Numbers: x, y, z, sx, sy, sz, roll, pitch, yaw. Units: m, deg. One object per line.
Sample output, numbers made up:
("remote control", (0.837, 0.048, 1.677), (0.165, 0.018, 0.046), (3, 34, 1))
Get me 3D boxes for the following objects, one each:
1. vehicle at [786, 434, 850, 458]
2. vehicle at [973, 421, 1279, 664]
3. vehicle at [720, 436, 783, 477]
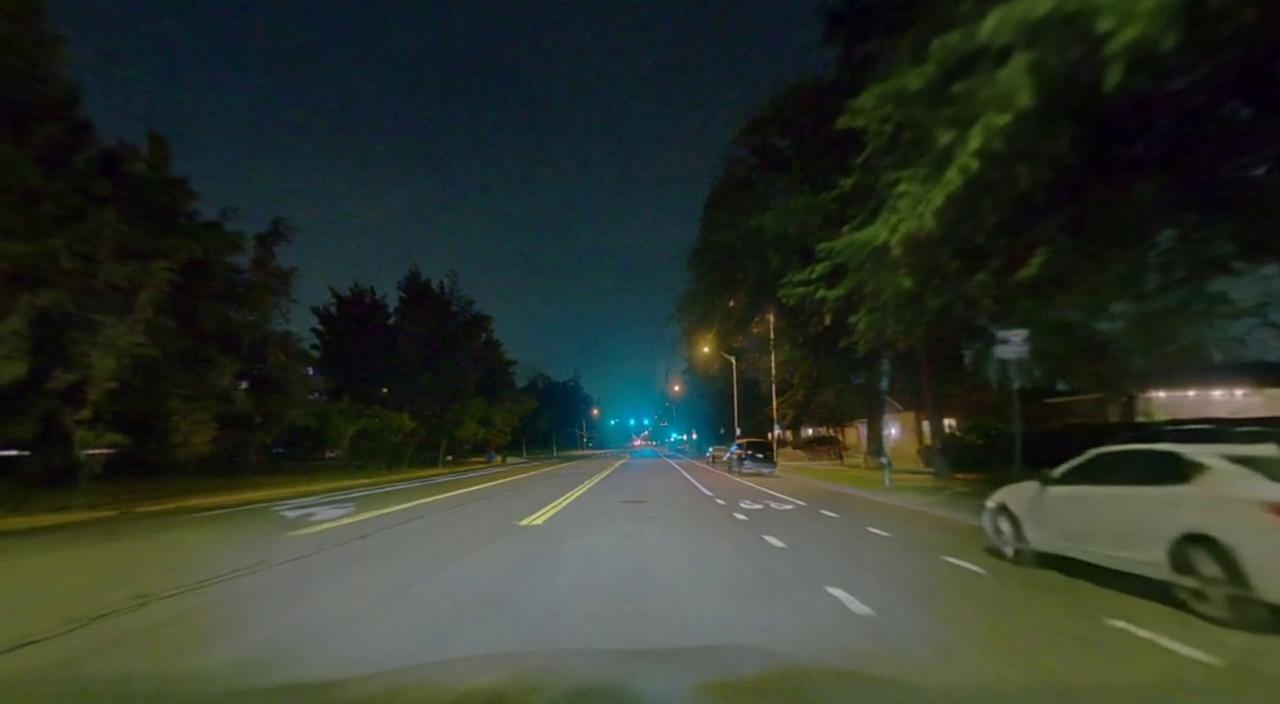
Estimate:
("vehicle", (13.662, 7.251, 48.609), (4.283, 1.750, 2.227), (0, -9, 3))
("vehicle", (4.994, 1.358, 5.085), (2.032, 1.478, 5.040), (0, -9, 2))
("vehicle", (5.132, 4.898, 29.699), (2.069, 1.743, 4.595), (0, -9, 0))
